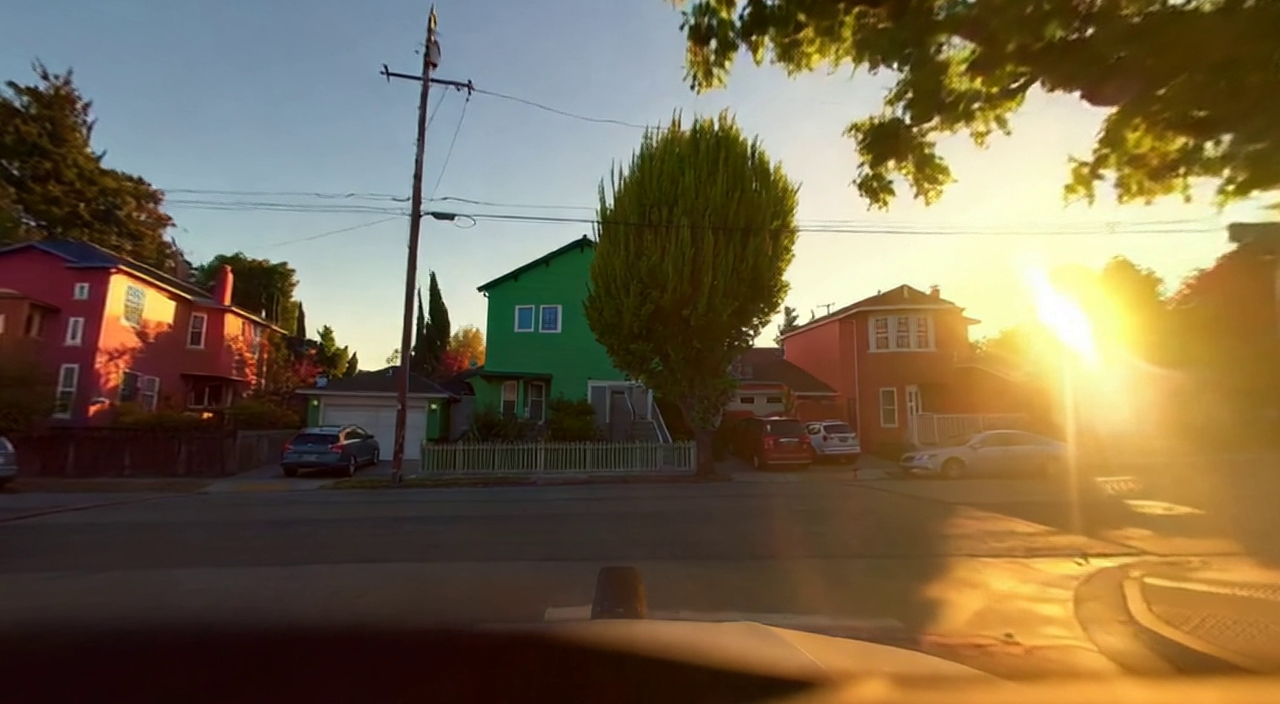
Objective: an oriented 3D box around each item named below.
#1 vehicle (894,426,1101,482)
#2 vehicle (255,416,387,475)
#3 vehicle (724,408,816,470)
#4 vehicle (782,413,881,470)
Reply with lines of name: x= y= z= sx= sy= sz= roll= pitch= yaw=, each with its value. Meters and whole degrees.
vehicle: x=10.009 y=2.902 z=17.929 sx=4.644 sy=1.482 sz=1.997 roll=0 pitch=-9 yaw=0
vehicle: x=-10.483 y=3.154 z=21.184 sx=2.091 sy=1.760 sz=4.760 roll=0 pitch=-9 yaw=-2
vehicle: x=4.336 y=2.958 z=21.801 sx=2.081 sy=1.891 sz=4.367 roll=0 pitch=-6 yaw=-2
vehicle: x=6.517 y=3.118 z=21.957 sx=2.053 sy=1.756 sz=4.034 roll=0 pitch=-8 yaw=-2
